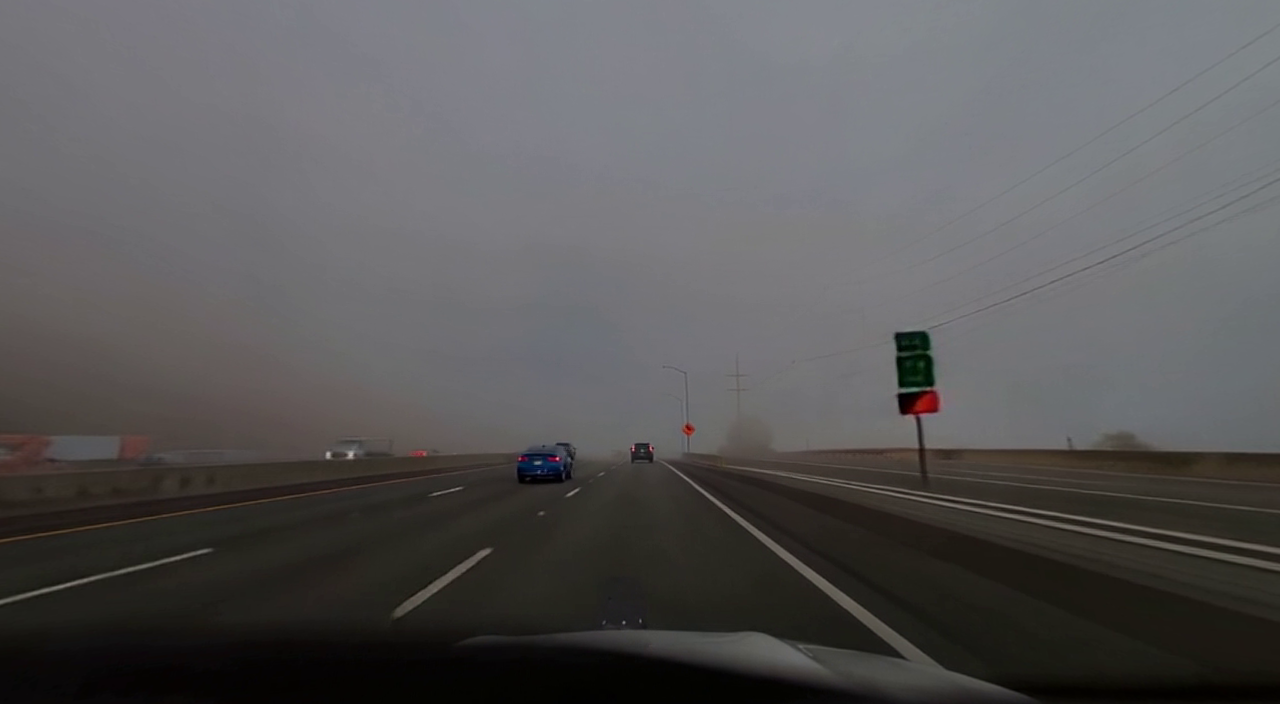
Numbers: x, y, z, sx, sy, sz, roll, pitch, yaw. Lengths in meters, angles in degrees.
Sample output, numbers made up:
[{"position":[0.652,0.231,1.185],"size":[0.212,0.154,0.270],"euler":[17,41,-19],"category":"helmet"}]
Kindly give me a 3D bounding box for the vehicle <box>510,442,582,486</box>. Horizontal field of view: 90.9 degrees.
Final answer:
[{"position":[-3.457,4.215,24.127],"size":[1.967,1.517,4.808],"euler":[0,-9,1],"category":"vehicle"}]

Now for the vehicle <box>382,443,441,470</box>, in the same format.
[{"position":[-14.332,6.588,39.883],"size":[2.047,1.608,4.257],"euler":[0,-8,1],"category":"vehicle"}]

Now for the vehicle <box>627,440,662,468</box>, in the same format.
[{"position":[0.294,6.760,42.104],"size":[2.194,1.737,4.127],"euler":[0,-8,0],"category":"vehicle"}]
